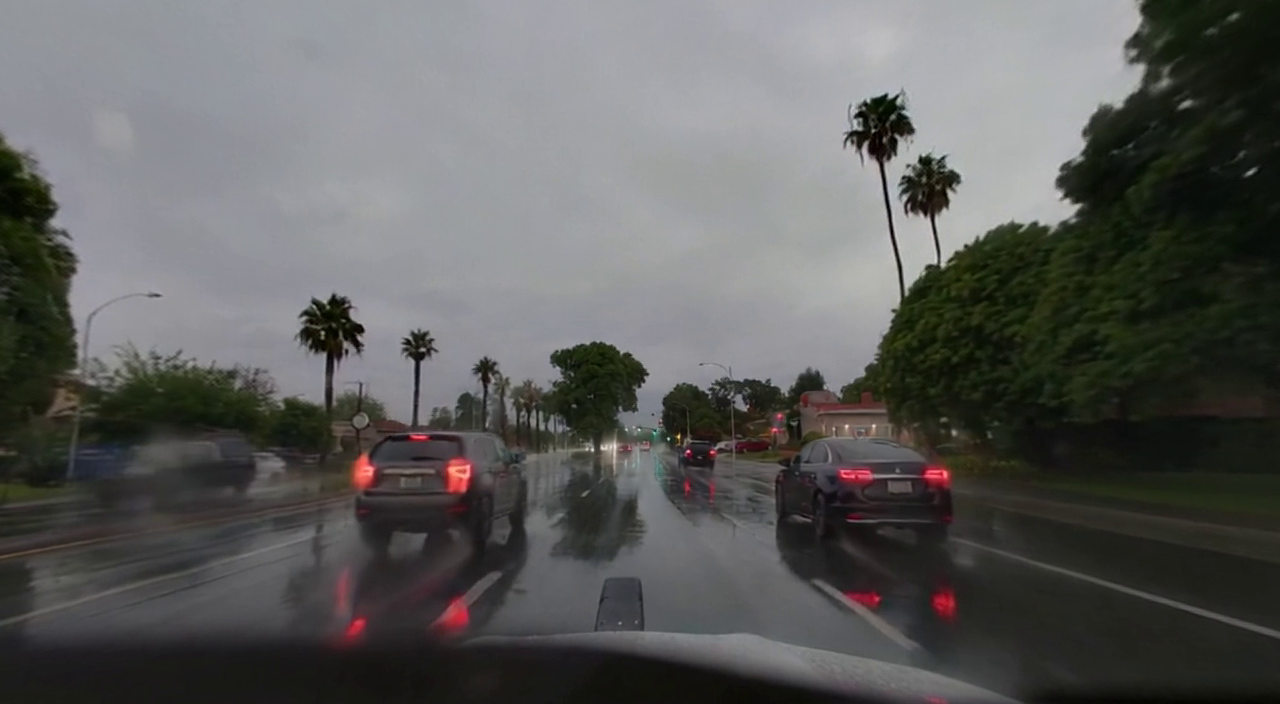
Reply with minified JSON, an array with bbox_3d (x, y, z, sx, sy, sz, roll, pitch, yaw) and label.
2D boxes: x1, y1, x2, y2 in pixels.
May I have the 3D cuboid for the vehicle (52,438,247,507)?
[{"bbox_3d":[-14.885,3.646,19.601,2.101,1.832,4.893,0,-8,0],"label":"vehicle"}]

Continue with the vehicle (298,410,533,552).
[{"bbox_3d":[-3.171,1.936,10.129,2.084,1.735,4.528,0,-8,0],"label":"vehicle"}]

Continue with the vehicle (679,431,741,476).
[{"bbox_3d":[3.189,4.755,29.635,2.244,1.901,4.561,1,-9,-2],"label":"vehicle"}]

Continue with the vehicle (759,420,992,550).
[{"bbox_3d":[3.478,2.047,10.344,2.084,1.682,4.148,1,-9,-2],"label":"vehicle"}]
